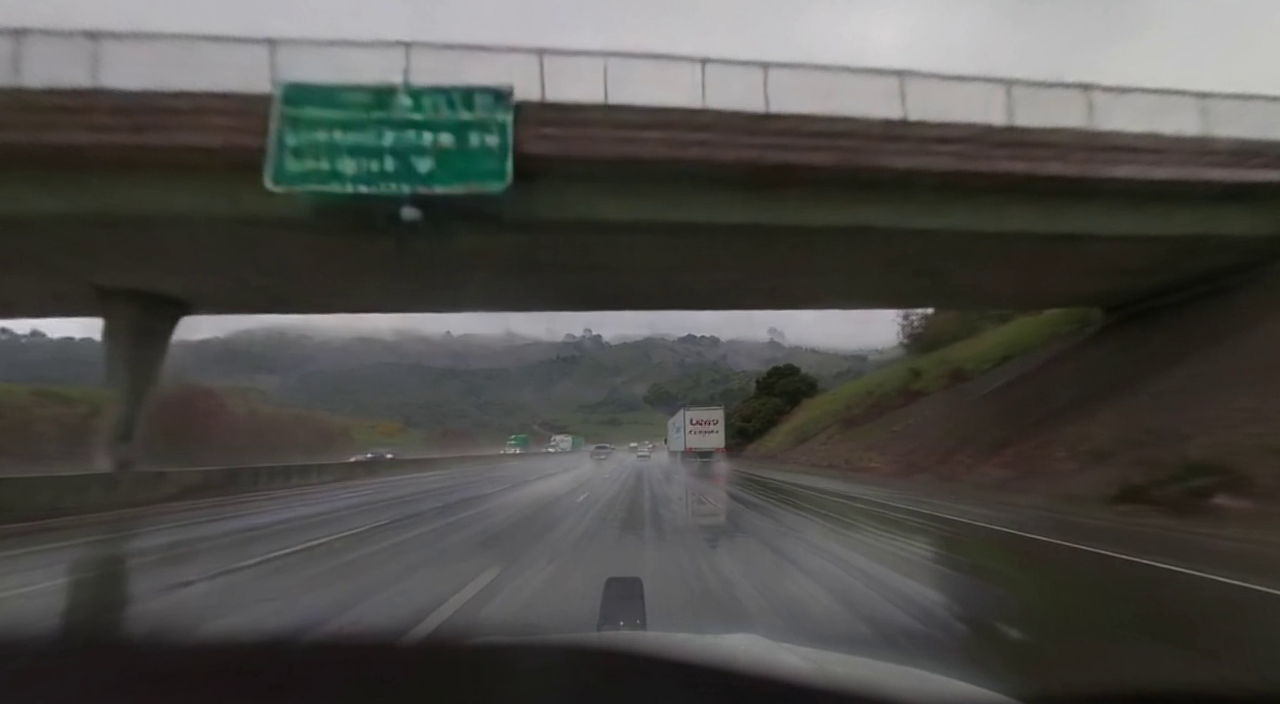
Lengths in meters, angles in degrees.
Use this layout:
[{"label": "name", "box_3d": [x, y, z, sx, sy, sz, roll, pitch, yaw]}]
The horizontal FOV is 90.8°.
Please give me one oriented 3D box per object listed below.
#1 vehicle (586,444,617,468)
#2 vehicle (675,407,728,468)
[{"label": "vehicle", "box_3d": [-2.805, 7.663, 46.738, 2.052, 1.654, 4.303, 0, -9, 0]}, {"label": "vehicle", "box_3d": [4.314, 6.304, 45.921, 2.885, 3.992, 8.526, 0, -9, 0]}]
